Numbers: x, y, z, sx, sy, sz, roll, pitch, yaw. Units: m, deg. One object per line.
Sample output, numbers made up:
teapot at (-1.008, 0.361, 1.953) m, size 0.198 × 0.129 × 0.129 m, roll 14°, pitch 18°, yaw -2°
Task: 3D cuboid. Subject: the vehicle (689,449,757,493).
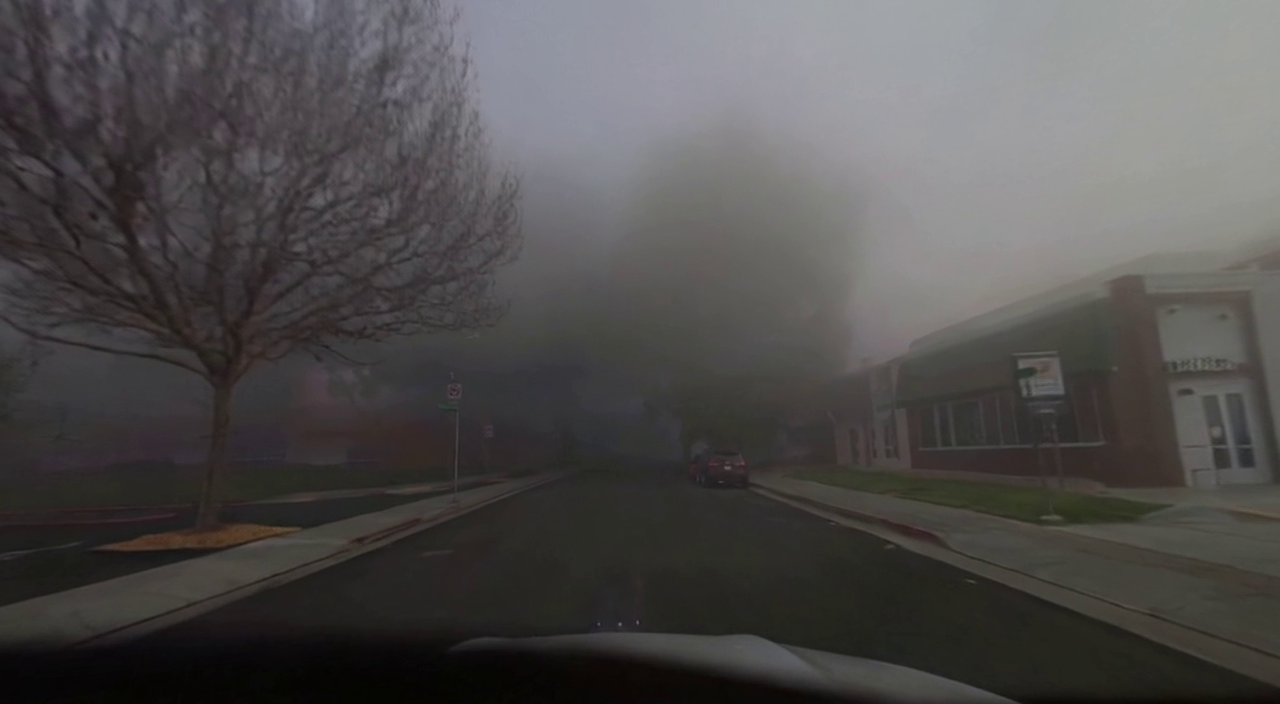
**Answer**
vehicle at (3.106, 4.565, 24.566) m, size 2.064 × 1.532 × 4.596 m, roll 0°, pitch -9°, yaw 1°
